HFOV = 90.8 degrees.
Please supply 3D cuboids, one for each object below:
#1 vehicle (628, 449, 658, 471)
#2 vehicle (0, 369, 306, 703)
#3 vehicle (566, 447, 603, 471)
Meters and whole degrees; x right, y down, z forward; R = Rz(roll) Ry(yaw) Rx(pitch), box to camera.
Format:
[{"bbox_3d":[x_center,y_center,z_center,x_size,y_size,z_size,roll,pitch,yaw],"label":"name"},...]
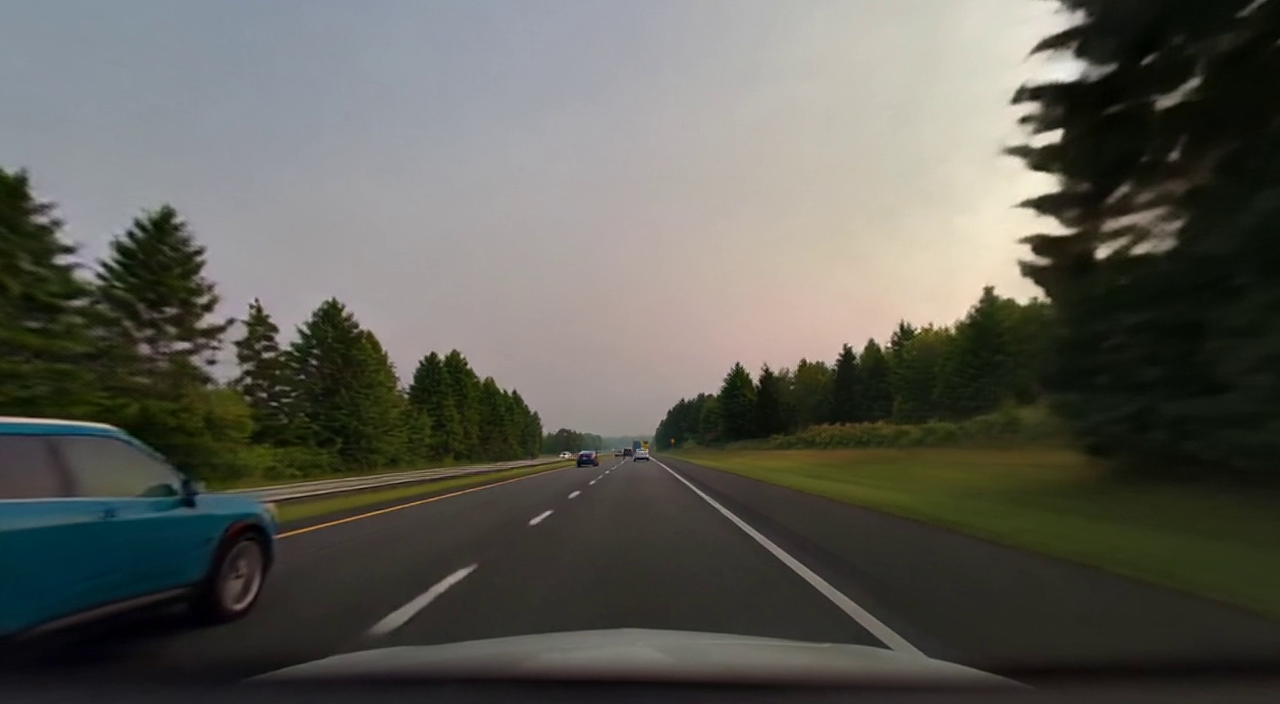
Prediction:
[{"bbox_3d":[0.205,7.719,45.240,2.046,1.452,4.407,0,-9,0],"label":"vehicle"},{"bbox_3d":[-3.871,0.969,3.116,2.100,1.667,4.223,0,-9,0],"label":"vehicle"},{"bbox_3d":[-3.949,7.704,45.632,2.182,1.629,4.263,0,-9,1],"label":"vehicle"}]
